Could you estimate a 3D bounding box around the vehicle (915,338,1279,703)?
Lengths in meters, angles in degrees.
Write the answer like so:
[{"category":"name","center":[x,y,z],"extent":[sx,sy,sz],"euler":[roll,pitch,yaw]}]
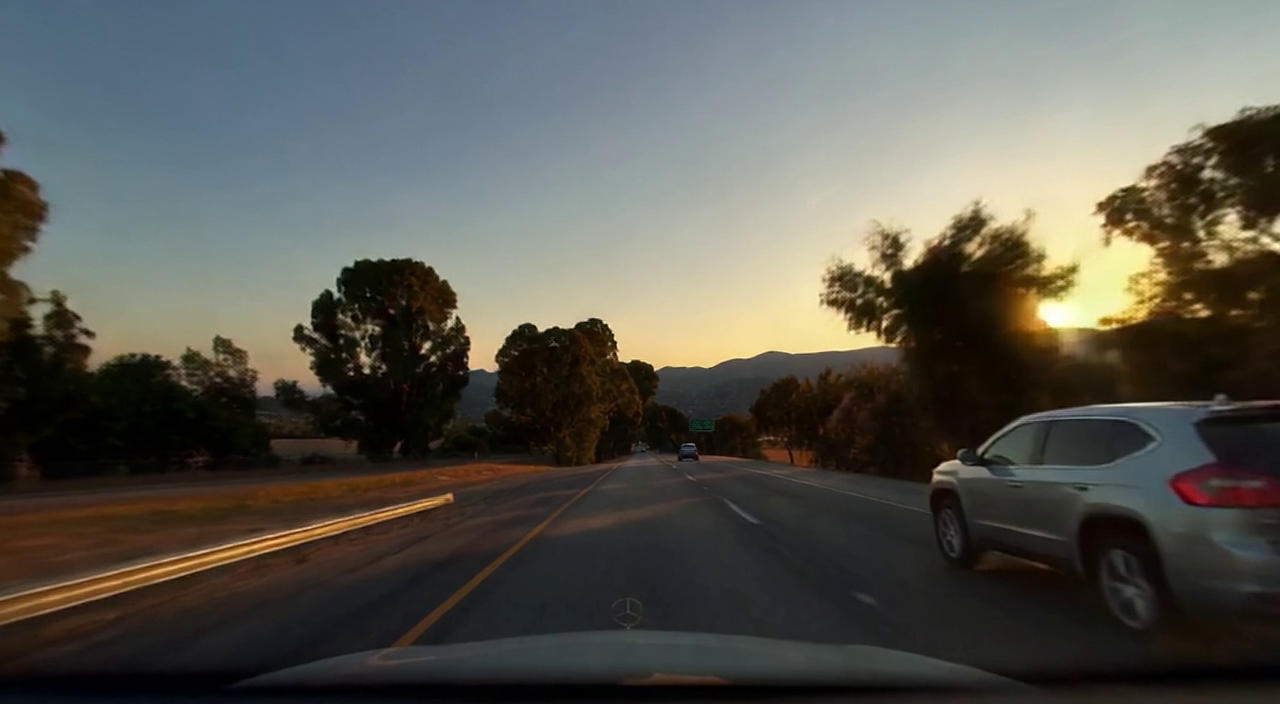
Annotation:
[{"category":"vehicle","center":[3.995,0.984,3.899],"extent":[2.070,1.799,5.584],"euler":[0,-8,0]}]
